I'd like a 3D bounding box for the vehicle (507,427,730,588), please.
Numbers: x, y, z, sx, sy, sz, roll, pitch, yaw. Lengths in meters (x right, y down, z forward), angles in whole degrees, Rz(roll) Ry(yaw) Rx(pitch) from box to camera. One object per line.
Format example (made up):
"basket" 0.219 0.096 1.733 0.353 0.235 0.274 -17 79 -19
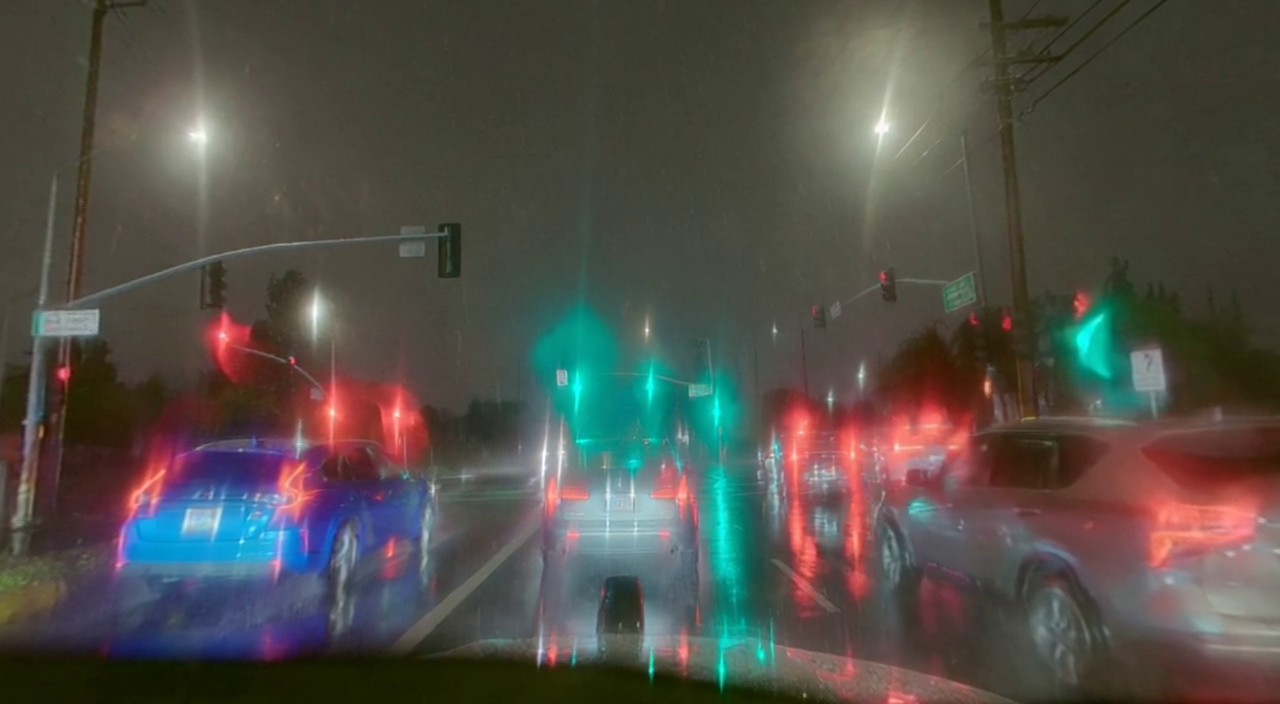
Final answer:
"vehicle" -0.220 1.759 8.029 2.061 1.485 4.196 0 -8 -1

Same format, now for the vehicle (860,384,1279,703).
"vehicle" 2.905 1.106 3.664 1.860 1.494 3.707 0 -8 -1

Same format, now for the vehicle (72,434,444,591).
"vehicle" -4.371 1.865 8.305 2.106 1.492 4.312 0 -8 1
